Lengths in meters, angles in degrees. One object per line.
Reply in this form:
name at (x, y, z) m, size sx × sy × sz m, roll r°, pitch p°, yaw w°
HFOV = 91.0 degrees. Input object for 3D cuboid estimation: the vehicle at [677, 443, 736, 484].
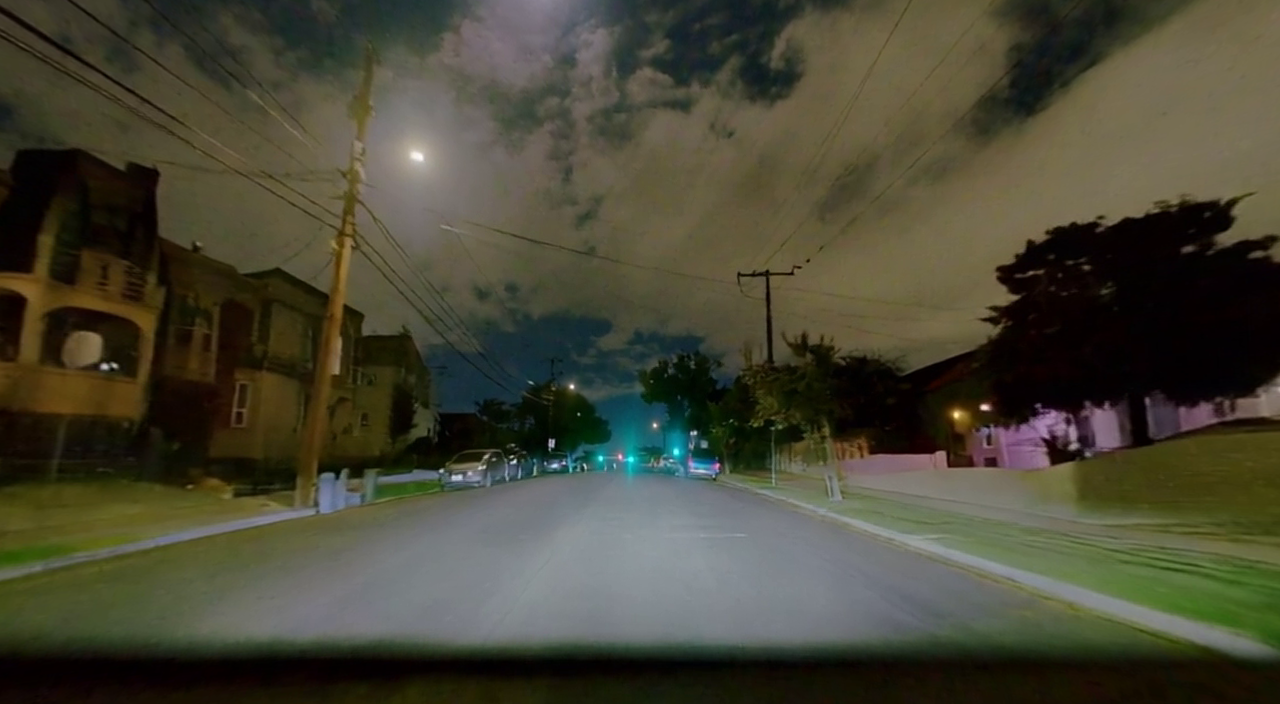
vehicle at (3.083, 5.292, 30.333) m, size 2.159 × 1.760 × 5.345 m, roll 0°, pitch -8°, yaw -1°

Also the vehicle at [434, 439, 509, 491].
vehicle at (-7.170, 4.987, 27.283) m, size 1.947 × 1.480 × 4.330 m, roll -3°, pitch -19°, yaw 1°

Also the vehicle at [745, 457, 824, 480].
vehicle at (9.802, 7.929, 42.981) m, size 4.850 × 1.506 × 1.971 m, roll 0°, pitch -8°, yaw 0°

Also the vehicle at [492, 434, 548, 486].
vehicle at (-7.226, 6.739, 38.496) m, size 2.153 × 1.982 × 6.150 m, roll -5°, pitch -19°, yaw -1°

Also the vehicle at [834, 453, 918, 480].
vehicle at (13.680, 6.651, 36.655) m, size 4.107 × 1.481 × 1.831 m, roll 0°, pitch -8°, yaw -2°
